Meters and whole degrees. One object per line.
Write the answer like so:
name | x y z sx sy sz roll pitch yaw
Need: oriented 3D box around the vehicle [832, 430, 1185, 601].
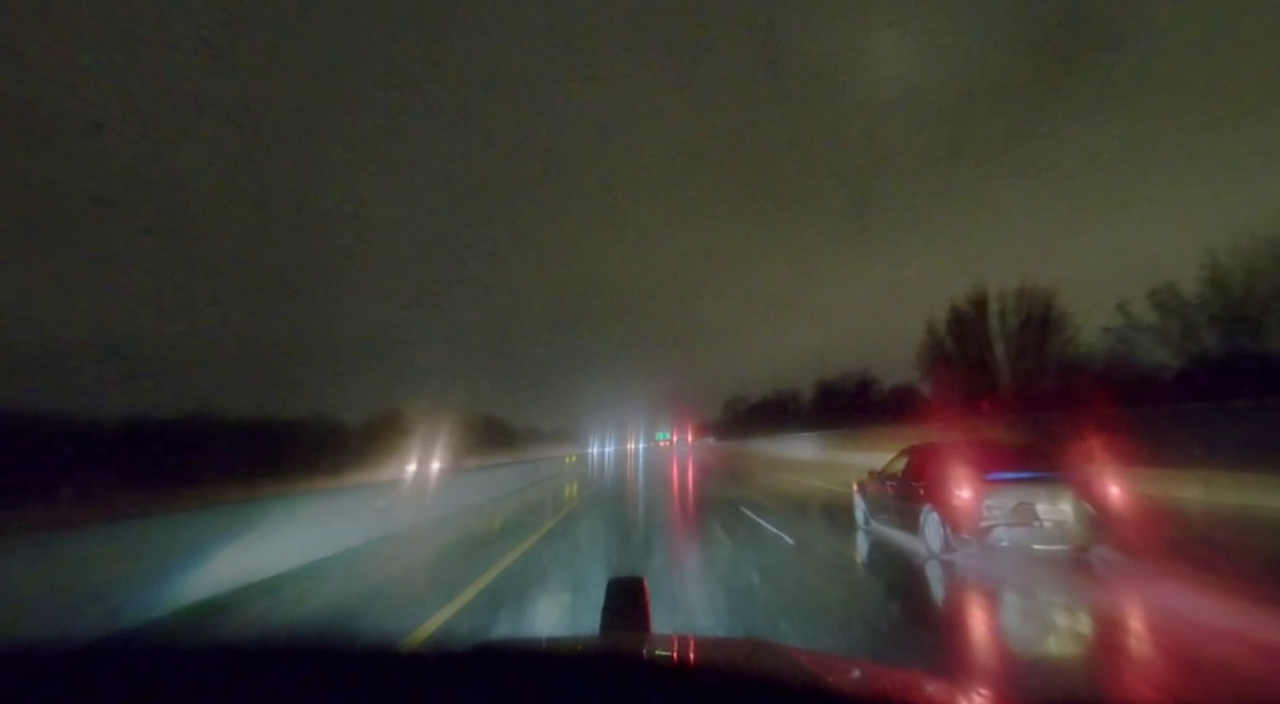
vehicle | 3.679 1.645 7.242 1.683 1.400 3.868 0 -8 0
